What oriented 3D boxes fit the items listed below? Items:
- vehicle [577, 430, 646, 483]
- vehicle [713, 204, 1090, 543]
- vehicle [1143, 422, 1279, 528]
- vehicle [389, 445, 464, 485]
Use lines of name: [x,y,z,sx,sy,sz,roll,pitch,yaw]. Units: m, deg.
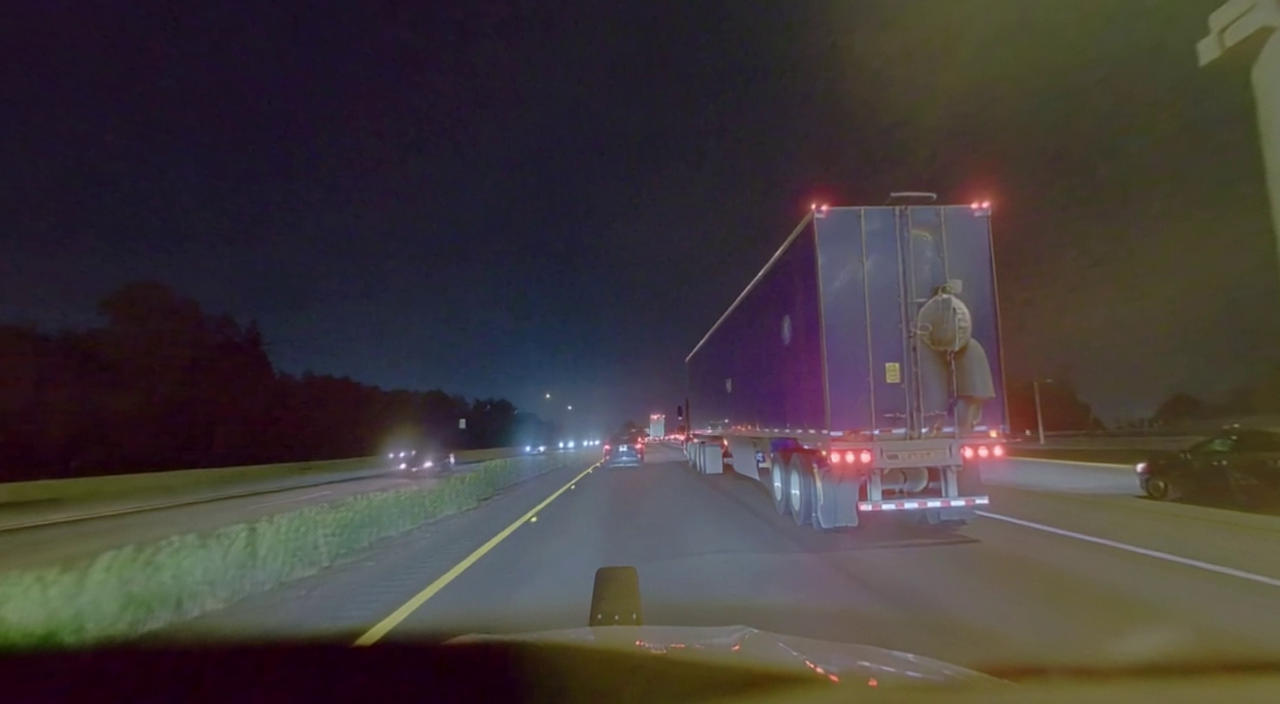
vehicle: [-0.852,3.254,20.021,2.000,1.510,3.518,0,-8,-1]
vehicle: [3.467,0.807,11.833,2.826,3.905,9.262,0,-8,-2]
vehicle: [9.807,1.758,9.113,1.739,1.471,3.889,0,-8,-2]
vehicle: [-8.926,4.729,26.754,1.853,1.459,4.228,0,-8,-2]
